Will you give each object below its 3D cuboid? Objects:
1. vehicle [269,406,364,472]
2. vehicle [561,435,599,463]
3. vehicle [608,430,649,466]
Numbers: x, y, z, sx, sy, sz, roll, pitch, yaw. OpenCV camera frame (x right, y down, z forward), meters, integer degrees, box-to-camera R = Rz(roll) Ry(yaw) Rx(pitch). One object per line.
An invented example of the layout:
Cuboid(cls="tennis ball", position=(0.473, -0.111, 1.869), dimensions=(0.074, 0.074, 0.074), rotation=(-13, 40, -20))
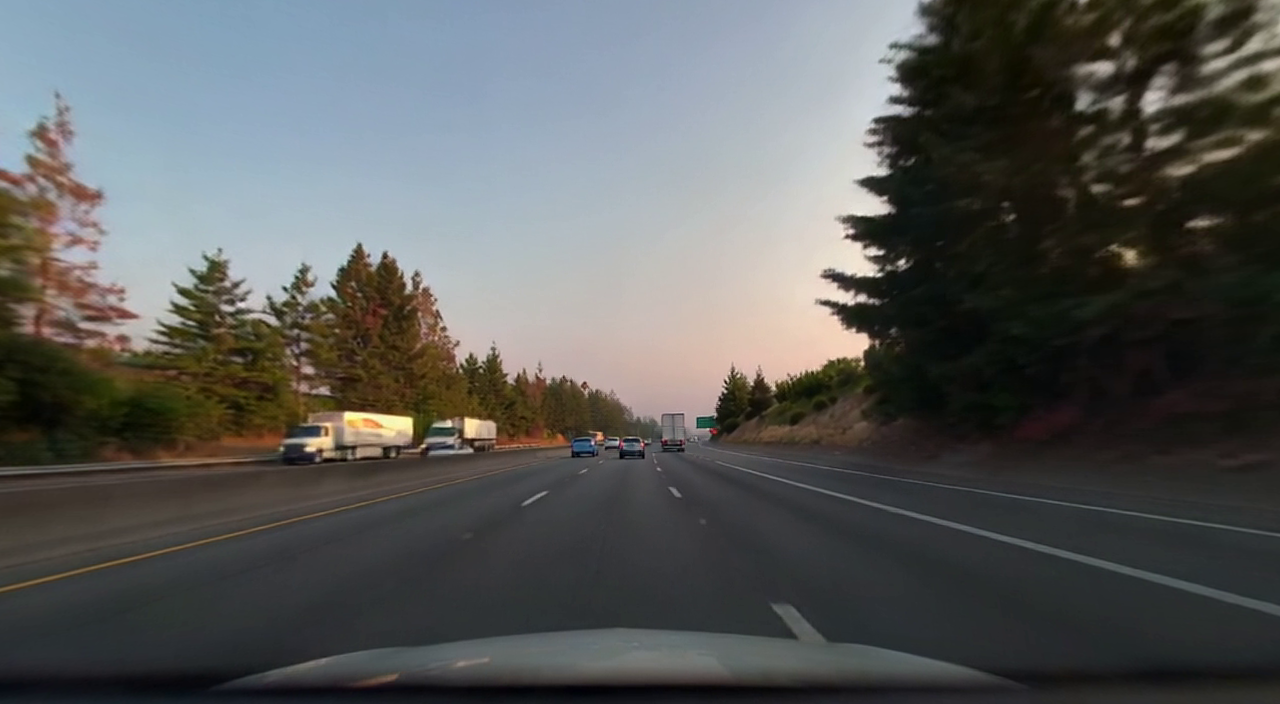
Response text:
Cuboid(cls="vehicle", position=(-21.345, 5.812, 41.975), dimensions=(3.017, 4.001, 5.969), rotation=(-1, -8, 0))
Cuboid(cls="vehicle", position=(-3.978, 6.510, 42.286), dimensions=(2.047, 1.757, 4.183), rotation=(-1, -8, 1))
Cuboid(cls="vehicle", position=(-0.643, 5.512, 36.332), dimensions=(2.211, 1.933, 4.315), rotation=(0, -8, -1))
